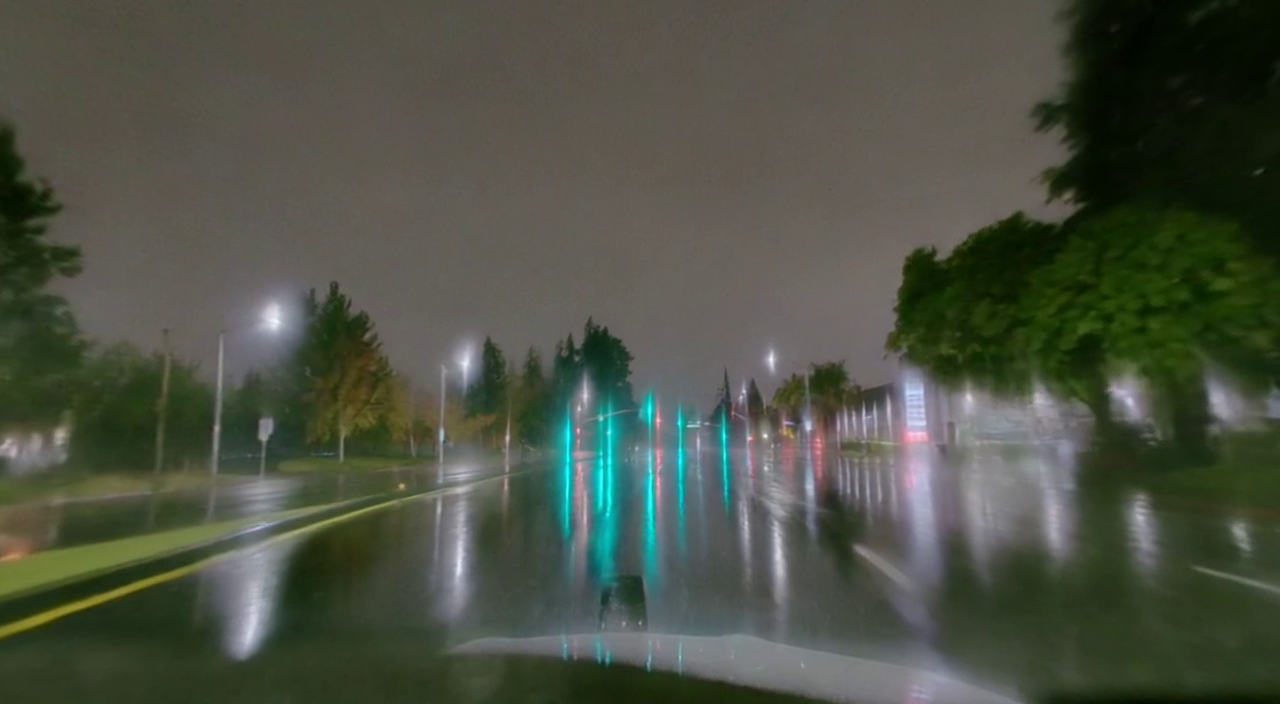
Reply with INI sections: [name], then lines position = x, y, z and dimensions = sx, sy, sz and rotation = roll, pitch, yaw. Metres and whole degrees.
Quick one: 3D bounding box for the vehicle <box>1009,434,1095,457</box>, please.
[vehicle]
position = 27.747, 6.312, 42.365
dimensions = 4.440, 1.378, 1.936
rotation = 0, -6, 5
